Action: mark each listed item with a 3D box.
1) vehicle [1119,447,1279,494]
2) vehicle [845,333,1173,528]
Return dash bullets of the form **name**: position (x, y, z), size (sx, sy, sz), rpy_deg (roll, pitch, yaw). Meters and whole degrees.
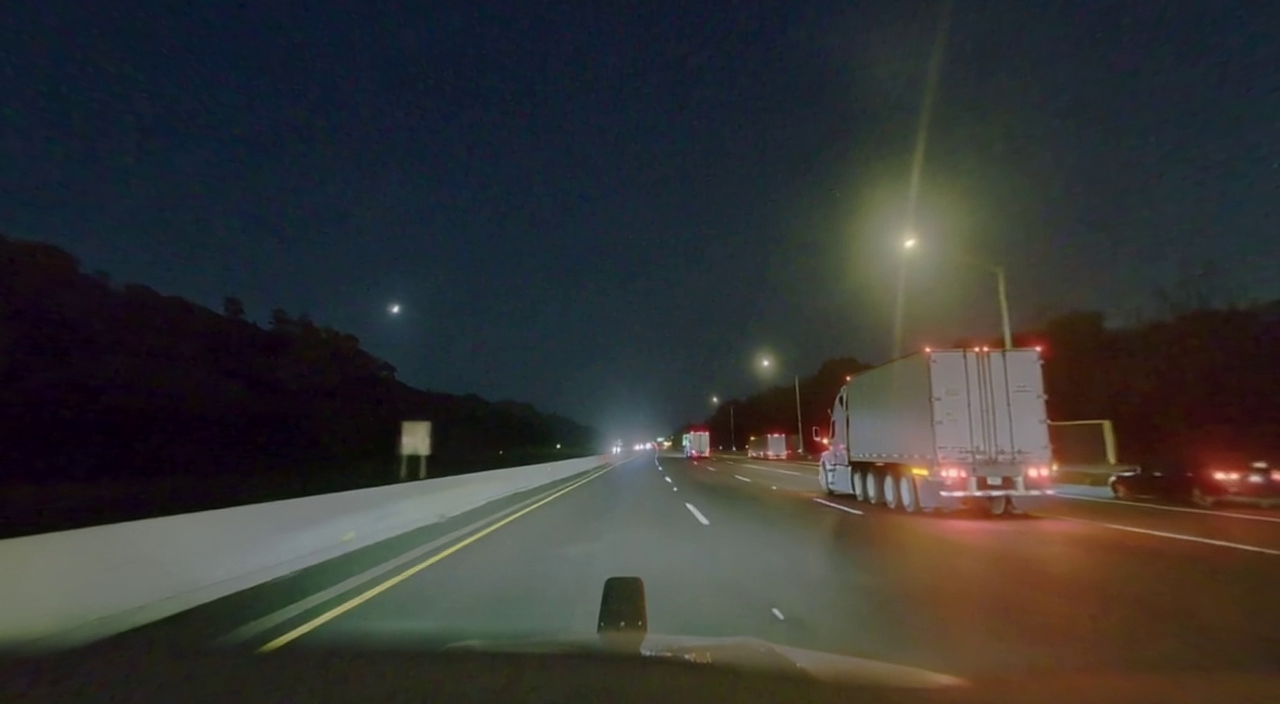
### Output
- **vehicle**: position (19.200, 4.050, 21.899), size (1.785, 1.437, 4.102), rpy_deg (0, -9, -1)
- **vehicle**: position (7.249, 1.839, 14.116), size (2.690, 3.197, 7.515), rpy_deg (0, -9, 0)
